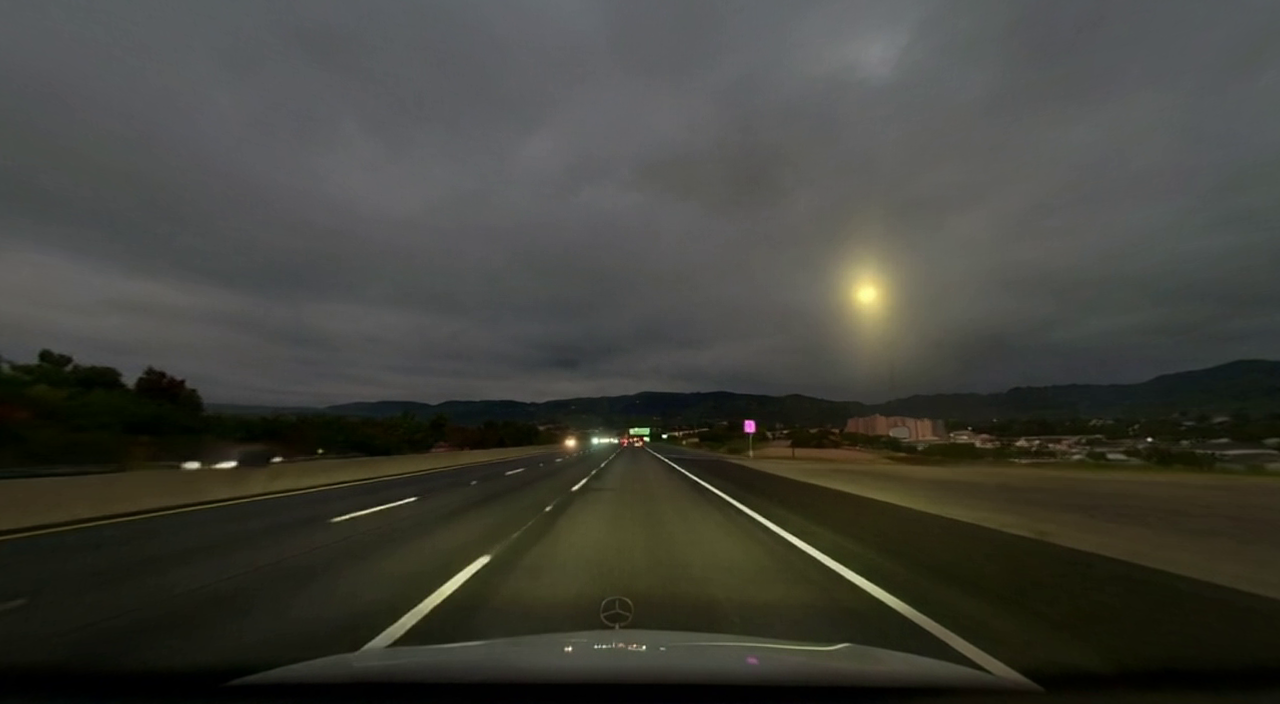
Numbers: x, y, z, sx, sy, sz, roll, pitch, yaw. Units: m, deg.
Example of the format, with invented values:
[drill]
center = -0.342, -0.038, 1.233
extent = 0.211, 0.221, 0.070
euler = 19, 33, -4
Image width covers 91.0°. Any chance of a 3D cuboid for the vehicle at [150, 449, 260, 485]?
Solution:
[vehicle]
center = -19.850, 5.219, 28.993
extent = 1.774, 1.414, 4.652
euler = 0, -8, -1
